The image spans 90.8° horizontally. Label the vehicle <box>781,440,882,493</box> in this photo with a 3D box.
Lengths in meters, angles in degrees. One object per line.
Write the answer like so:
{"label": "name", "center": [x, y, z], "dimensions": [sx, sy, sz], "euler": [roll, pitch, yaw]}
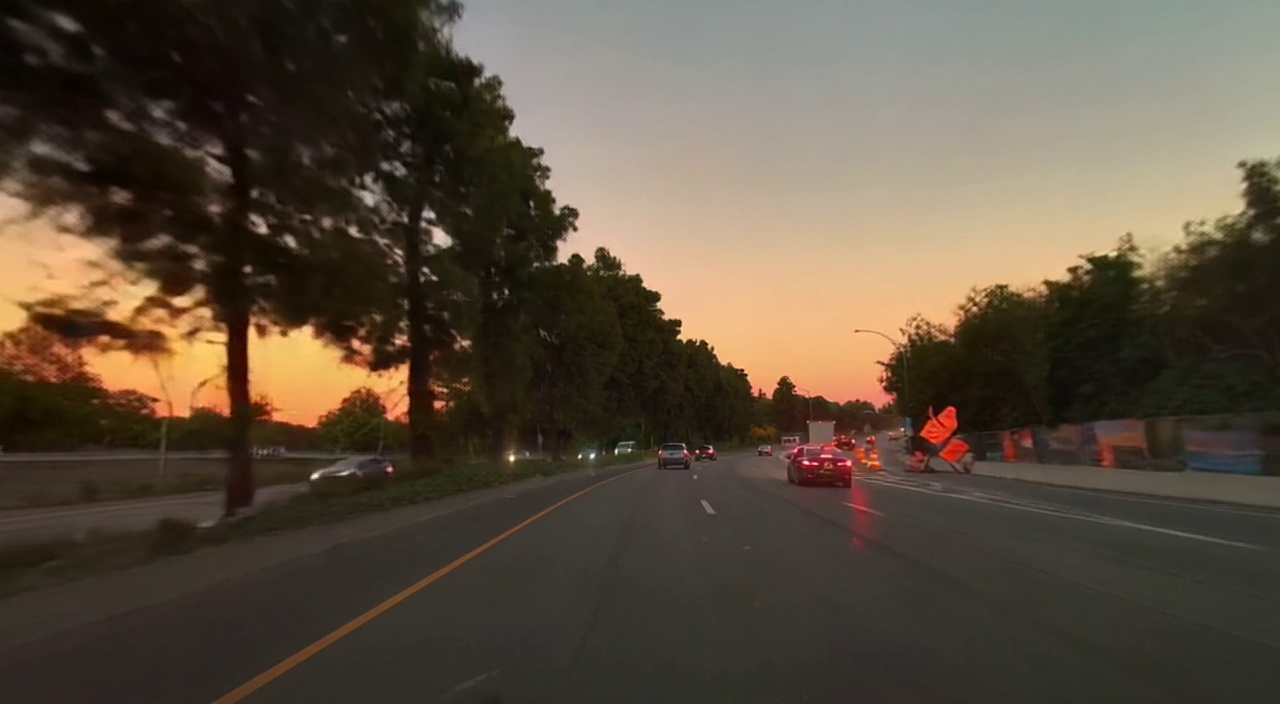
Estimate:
{"label": "vehicle", "center": [5.855, 3.526, 19.864], "dimensions": [2.044, 1.474, 4.083], "euler": [-1, -9, 3]}

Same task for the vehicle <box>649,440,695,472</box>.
{"label": "vehicle", "center": [1.872, 5.882, 35.802], "dimensions": [2.201, 1.676, 4.541], "euler": [-1, -9, 7]}

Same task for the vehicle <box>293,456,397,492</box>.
{"label": "vehicle", "center": [-13.673, 5.667, 29.677], "dimensions": [2.205, 1.446, 4.840], "euler": [-1, -9, 5]}
